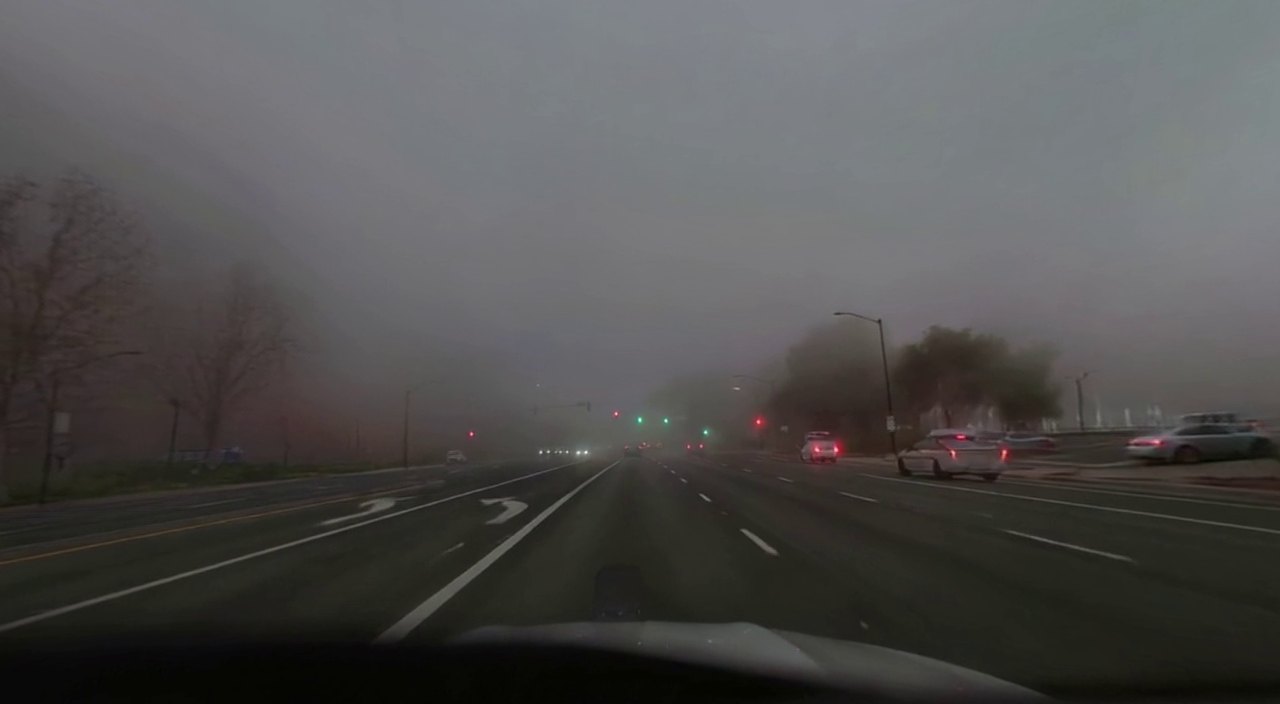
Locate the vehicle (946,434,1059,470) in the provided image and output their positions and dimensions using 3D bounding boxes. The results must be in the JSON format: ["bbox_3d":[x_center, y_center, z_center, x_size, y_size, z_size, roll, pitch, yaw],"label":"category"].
[{"bbox_3d":[18.110,4.999,31.712,4.427,1.747,2.024,0,-9,-2],"label":"vehicle"}]

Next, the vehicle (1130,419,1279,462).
[{"bbox_3d":[25.819,4.052,28.905,4.893,1.873,2.191,0,-8,-1],"label":"vehicle"}]
